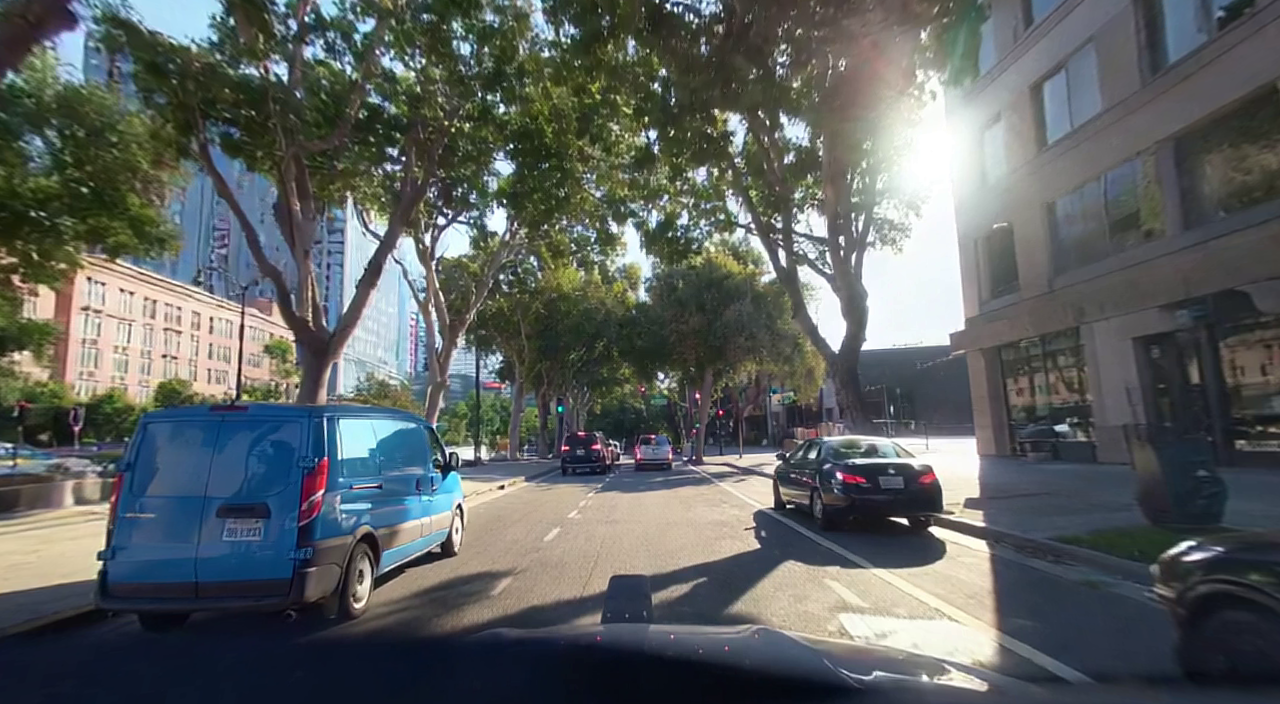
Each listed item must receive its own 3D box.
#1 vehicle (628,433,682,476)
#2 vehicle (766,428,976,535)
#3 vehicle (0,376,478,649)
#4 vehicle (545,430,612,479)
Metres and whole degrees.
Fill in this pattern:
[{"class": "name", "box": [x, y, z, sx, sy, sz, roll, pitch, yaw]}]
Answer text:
[{"class": "vehicle", "box": [0.650, 4.484, 27.783, 2.205, 1.727, 3.917, 0, -8, 1]}, {"class": "vehicle", "box": [3.662, 2.136, 11.036, 2.067, 1.479, 4.409, 0, -8, 1]}, {"class": "vehicle", "box": [-3.055, 1.295, 5.983, 1.940, 1.722, 3.823, 0, -8, 1]}, {"class": "vehicle", "box": [-2.376, 4.135, 25.604, 2.124, 1.799, 4.587, 0, -8, 2]}]
